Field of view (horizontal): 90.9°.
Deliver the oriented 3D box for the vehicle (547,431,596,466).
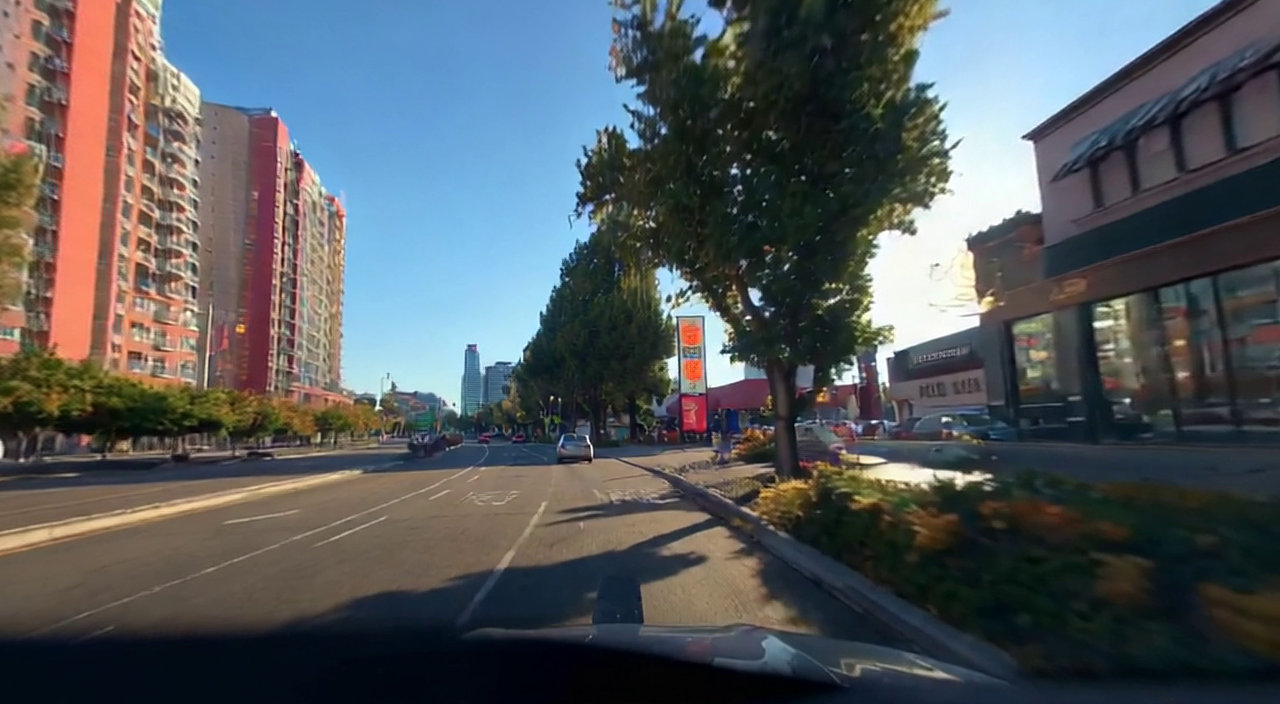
[{"bbox_3d":[-3.435,4.725,31.158,2.231,1.572,4.227,0,-8,-7],"label":"vehicle"}]
